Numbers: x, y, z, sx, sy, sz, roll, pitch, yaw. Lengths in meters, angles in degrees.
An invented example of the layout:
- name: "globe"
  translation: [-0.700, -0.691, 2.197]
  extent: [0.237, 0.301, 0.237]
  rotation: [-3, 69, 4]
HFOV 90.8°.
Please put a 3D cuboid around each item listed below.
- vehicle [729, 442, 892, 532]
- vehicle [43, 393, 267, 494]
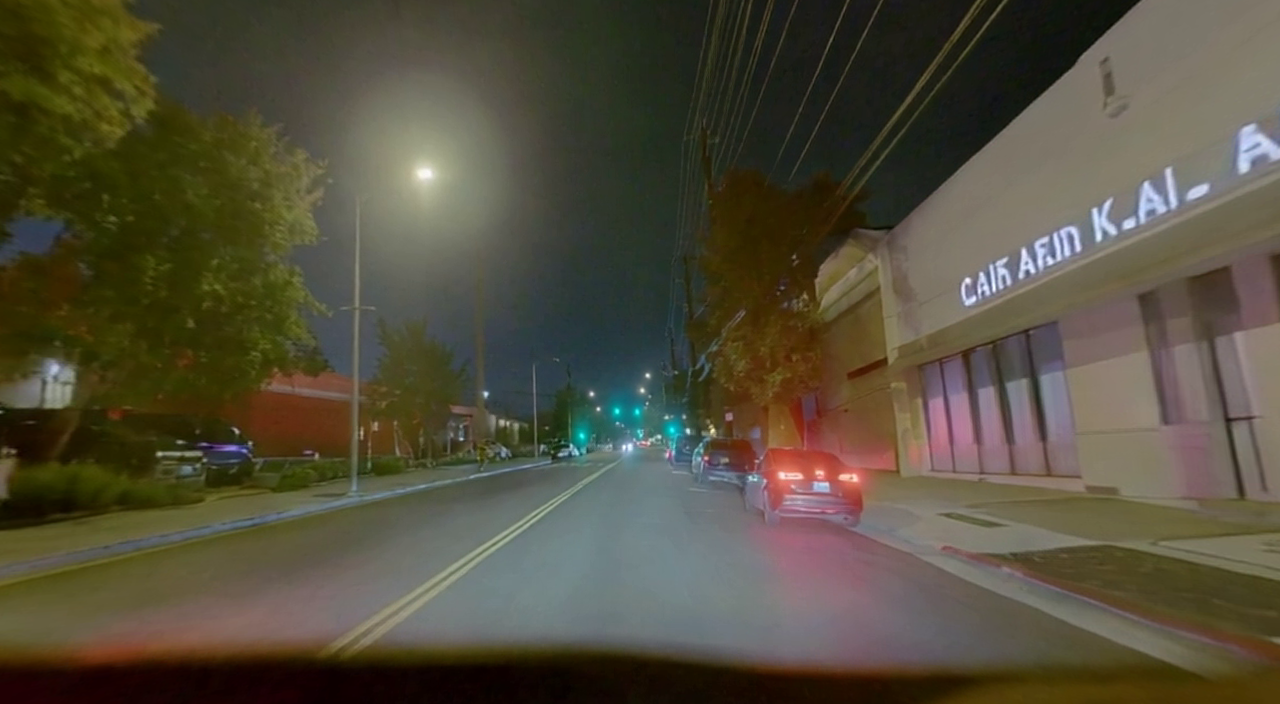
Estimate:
- name: "vehicle"
  translation: [2.986, 2.414, 11.981]
  extent: [1.877, 1.373, 3.854]
  rotation: [0, -8, -2]
- name: "vehicle"
  translation: [-15.466, 2.961, 20.901]
  extent: [2.715, 2.789, 6.225]
  rotation: [0, -7, -4]
